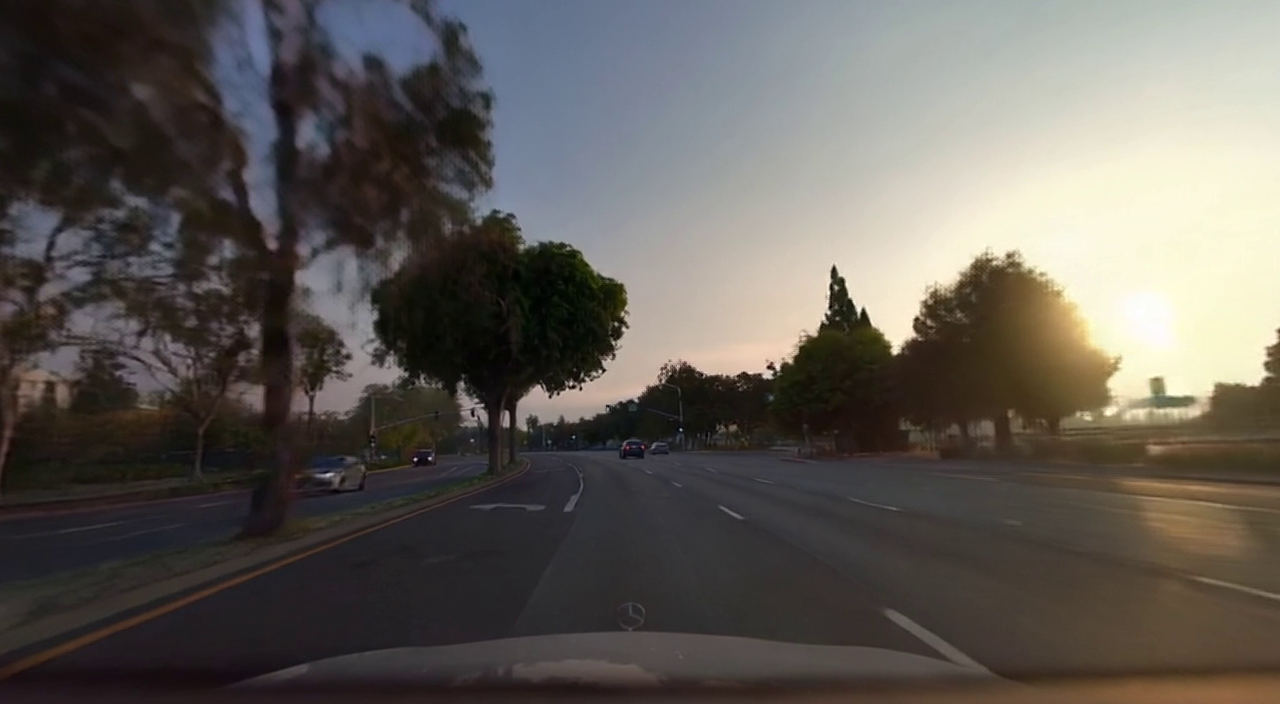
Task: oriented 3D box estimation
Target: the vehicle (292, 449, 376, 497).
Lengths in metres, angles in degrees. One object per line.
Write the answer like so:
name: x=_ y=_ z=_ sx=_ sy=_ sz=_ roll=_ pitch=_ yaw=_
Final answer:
vehicle: x=-14.258 y=5.603 z=29.657 sx=2.124 sy=1.844 sz=4.520 roll=-4 pitch=-8 yaw=-6
